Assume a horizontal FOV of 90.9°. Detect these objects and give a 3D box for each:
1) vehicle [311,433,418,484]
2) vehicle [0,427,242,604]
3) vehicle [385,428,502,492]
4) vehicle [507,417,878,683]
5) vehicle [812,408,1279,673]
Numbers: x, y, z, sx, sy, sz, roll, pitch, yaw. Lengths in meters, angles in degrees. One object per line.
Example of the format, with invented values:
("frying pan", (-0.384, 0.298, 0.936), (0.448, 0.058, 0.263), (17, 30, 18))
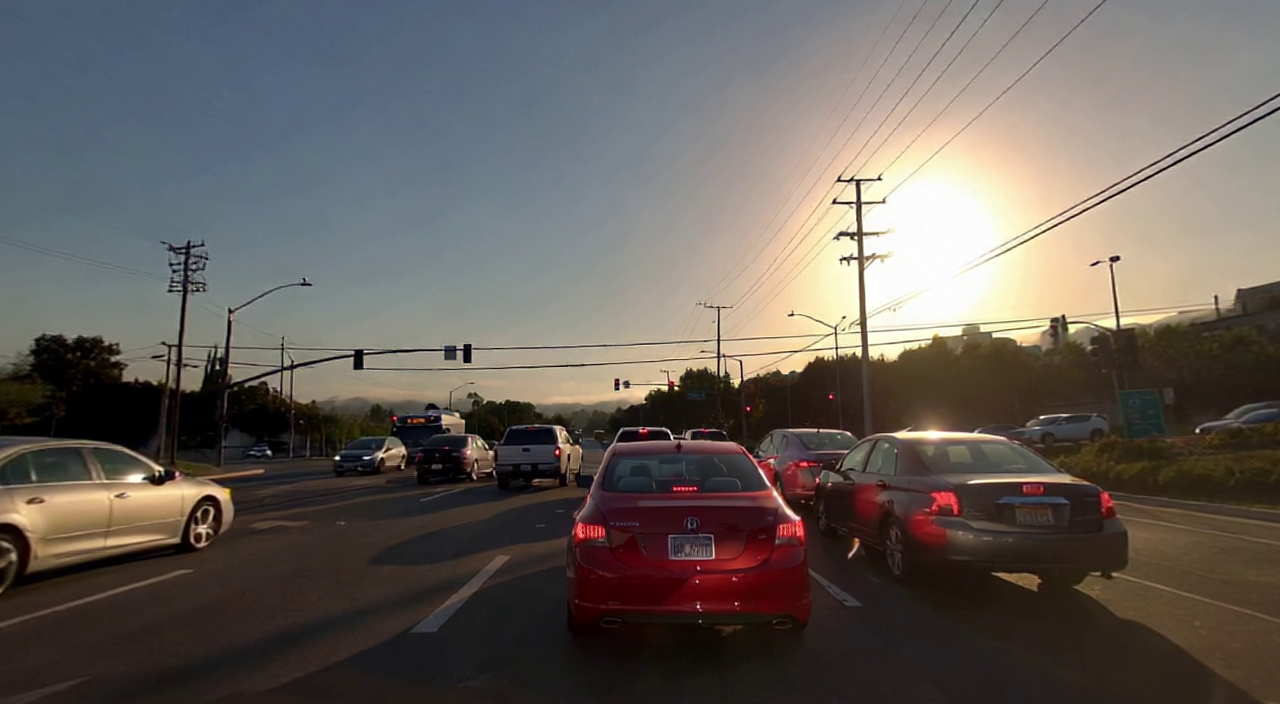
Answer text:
("vehicle", (-10.617, 4.114, 24.795), (1.981, 1.766, 4.870), (-1, -8, 0))
("vehicle", (-6.419, 1.517, 6.178), (1.955, 1.497, 4.639), (-1, -8, 1))
("vehicle", (-6.258, 3.494, 20.897), (2.070, 1.824, 5.196), (-1, -8, 2))
("vehicle", (0.279, 1.417, 5.646), (2.109, 1.483, 3.964), (0, -8, -1))
("vehicle", (3.123, 1.396, 5.802), (1.870, 1.523, 4.096), (0, -8, -1))
